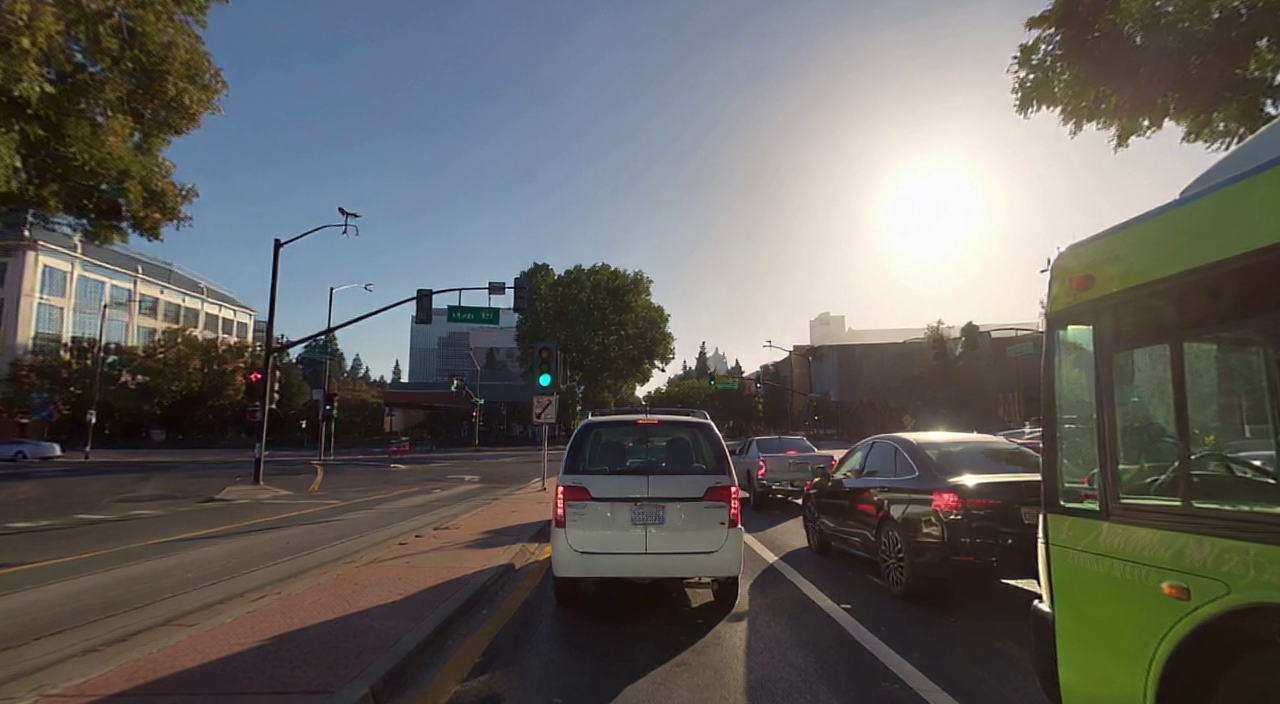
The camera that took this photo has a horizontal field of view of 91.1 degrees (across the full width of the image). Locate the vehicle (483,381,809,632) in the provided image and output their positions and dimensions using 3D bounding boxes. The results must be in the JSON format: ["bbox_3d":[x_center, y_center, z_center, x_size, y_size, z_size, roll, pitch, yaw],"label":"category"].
[{"bbox_3d":[0.021,1.475,7.005,2.381,1.842,4.603,0,-8,-1],"label":"vehicle"}]

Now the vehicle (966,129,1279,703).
[{"bbox_3d":[2.616,0.317,0.422,2.037,2.065,5.037,0,-8,0],"label":"vehicle"}]

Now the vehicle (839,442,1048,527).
[{"bbox_3d":[5.995,2.639,13.216,1.987,1.457,4.675,0,-8,-1],"label":"vehicle"}]
